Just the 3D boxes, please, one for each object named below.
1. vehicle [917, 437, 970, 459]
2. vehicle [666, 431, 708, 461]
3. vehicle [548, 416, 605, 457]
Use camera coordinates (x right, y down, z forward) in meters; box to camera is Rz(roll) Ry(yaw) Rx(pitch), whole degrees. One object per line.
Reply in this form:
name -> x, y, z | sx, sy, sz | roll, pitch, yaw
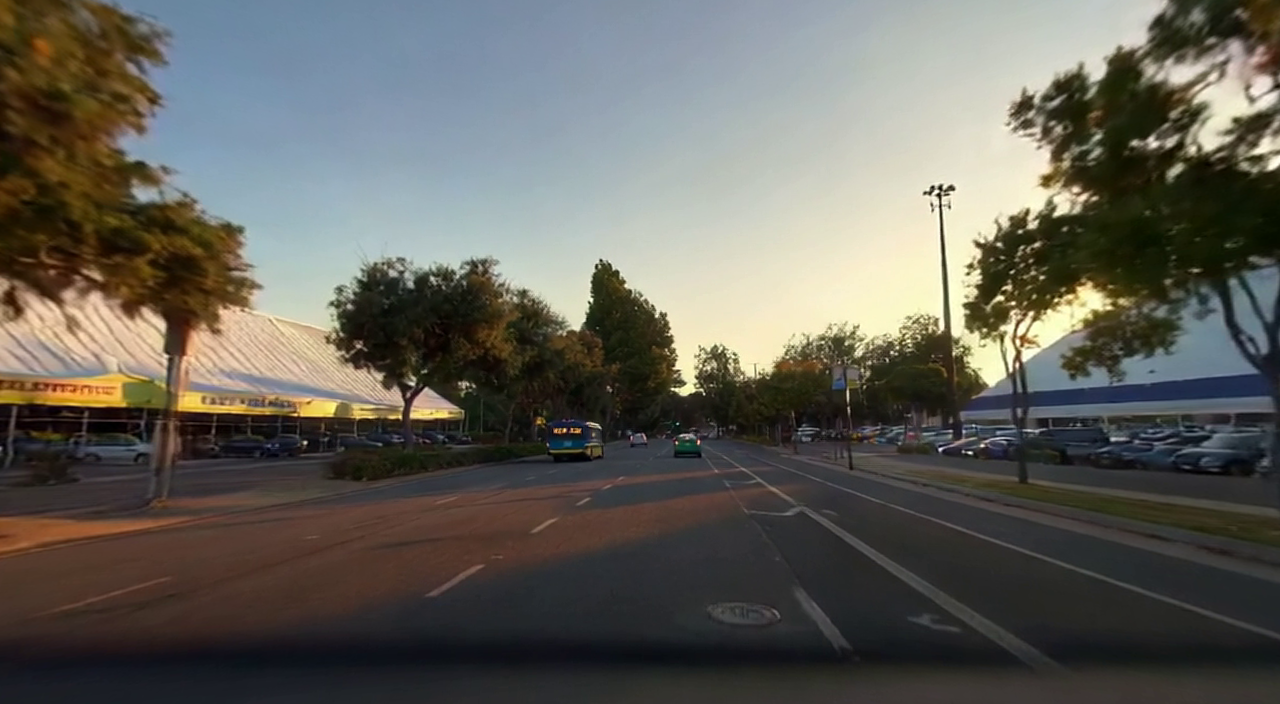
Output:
vehicle -> 21.620, 6.887, 45.202 | 1.849, 1.466, 4.831 | -1, -9, 6
vehicle -> 2.524, 5.089, 33.988 | 2.123, 1.498, 4.226 | -1, -9, 4
vehicle -> -4.114, 5.707, 42.146 | 2.485, 2.556, 6.363 | -1, -9, 6
